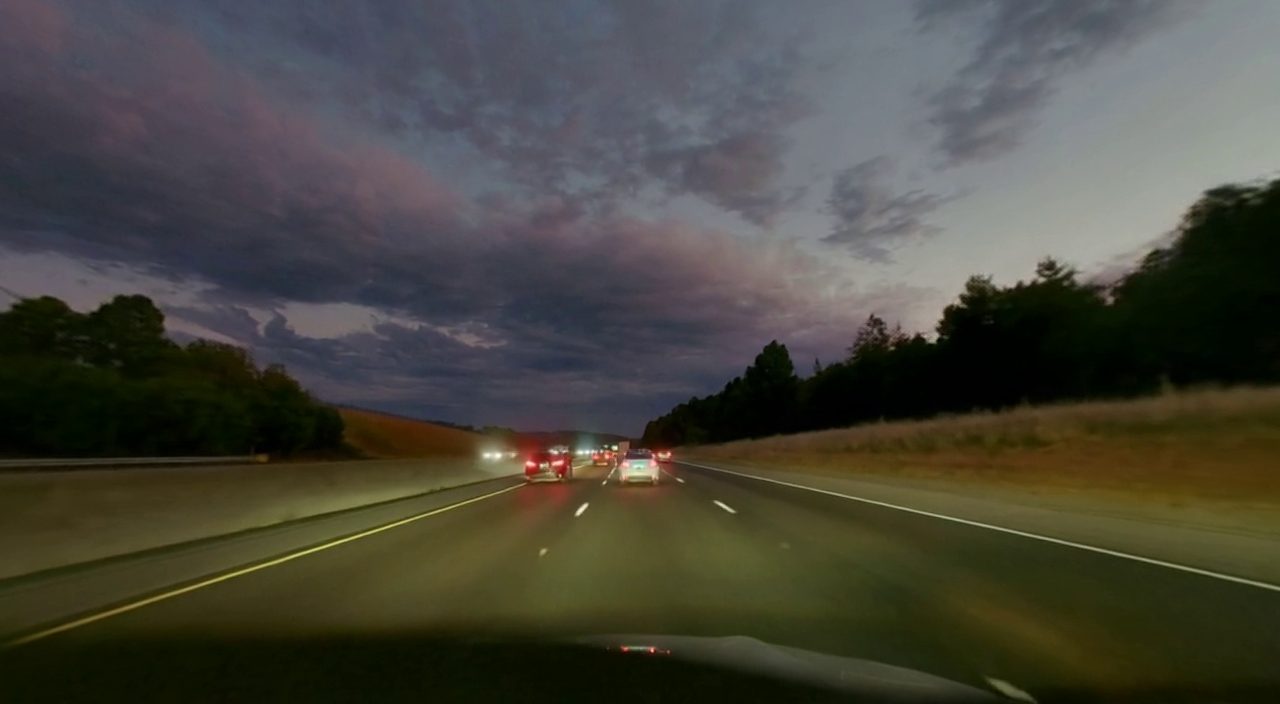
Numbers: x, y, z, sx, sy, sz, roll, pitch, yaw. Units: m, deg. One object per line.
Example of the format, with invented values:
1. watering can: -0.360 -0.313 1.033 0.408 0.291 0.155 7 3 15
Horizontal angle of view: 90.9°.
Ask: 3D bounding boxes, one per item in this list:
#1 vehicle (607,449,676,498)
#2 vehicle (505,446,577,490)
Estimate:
1. vehicle: 0.017 3.857 20.469 2.023 1.400 4.028 0 -9 -1
2. vehicle: -3.897 4.655 25.592 2.153 1.581 4.375 0 -9 0
